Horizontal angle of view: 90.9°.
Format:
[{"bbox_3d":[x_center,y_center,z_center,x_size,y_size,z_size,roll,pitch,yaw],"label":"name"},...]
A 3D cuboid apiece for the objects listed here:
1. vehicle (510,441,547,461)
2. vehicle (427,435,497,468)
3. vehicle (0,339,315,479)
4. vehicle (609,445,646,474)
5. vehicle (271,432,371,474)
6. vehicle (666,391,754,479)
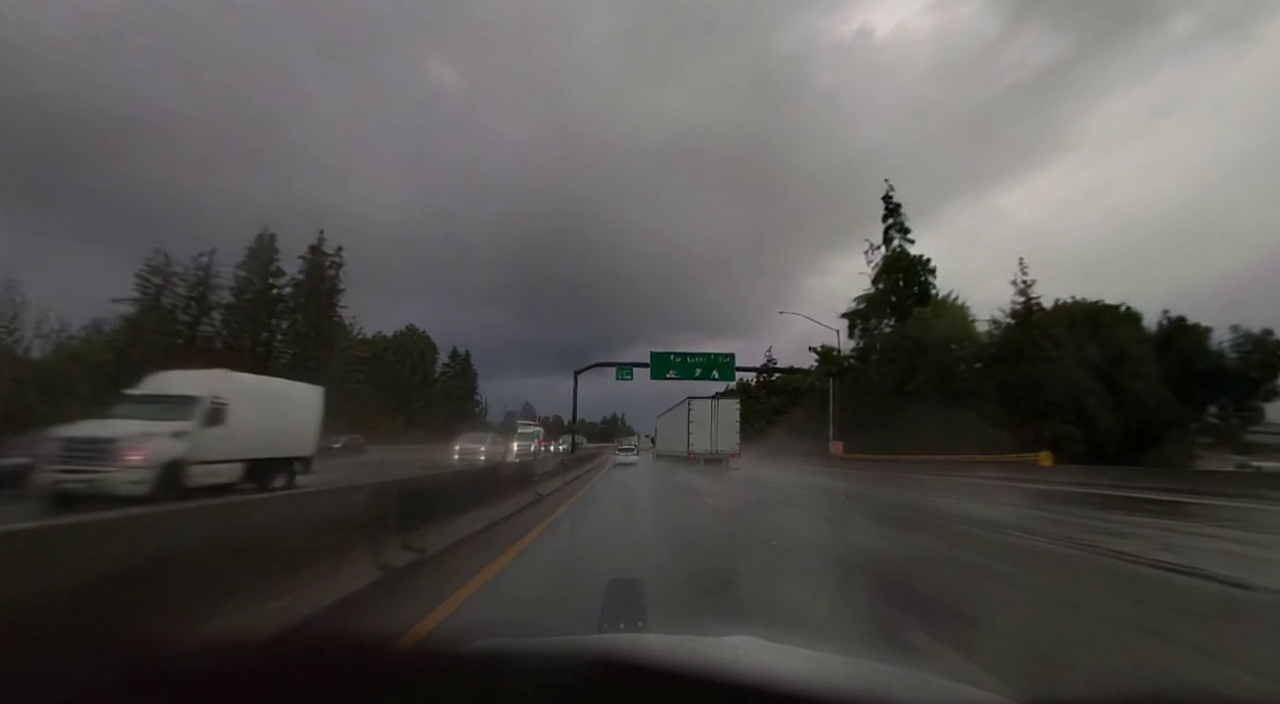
[{"bbox_3d":[-8.510,7.599,48.457,2.139,1.476,4.214,0,-9,-1],"label":"vehicle"},{"bbox_3d":[-8.503,4.825,30.523,2.013,1.451,4.635,0,-9,0],"label":"vehicle"},{"bbox_3d":[-7.776,1.065,10.558,2.073,1.806,4.773,0,-8,0],"label":"vehicle"},{"bbox_3d":[-0.754,6.452,38.044,2.111,1.599,3.859,0,-9,-1],"label":"vehicle"},{"bbox_3d":[-12.023,3.846,24.045,1.902,1.450,3.714,0,-9,-1],"label":"vehicle"},{"bbox_3d":[3.481,4.788,35.434,2.931,4.009,12.800,0,-9,-2],"label":"vehicle"}]
